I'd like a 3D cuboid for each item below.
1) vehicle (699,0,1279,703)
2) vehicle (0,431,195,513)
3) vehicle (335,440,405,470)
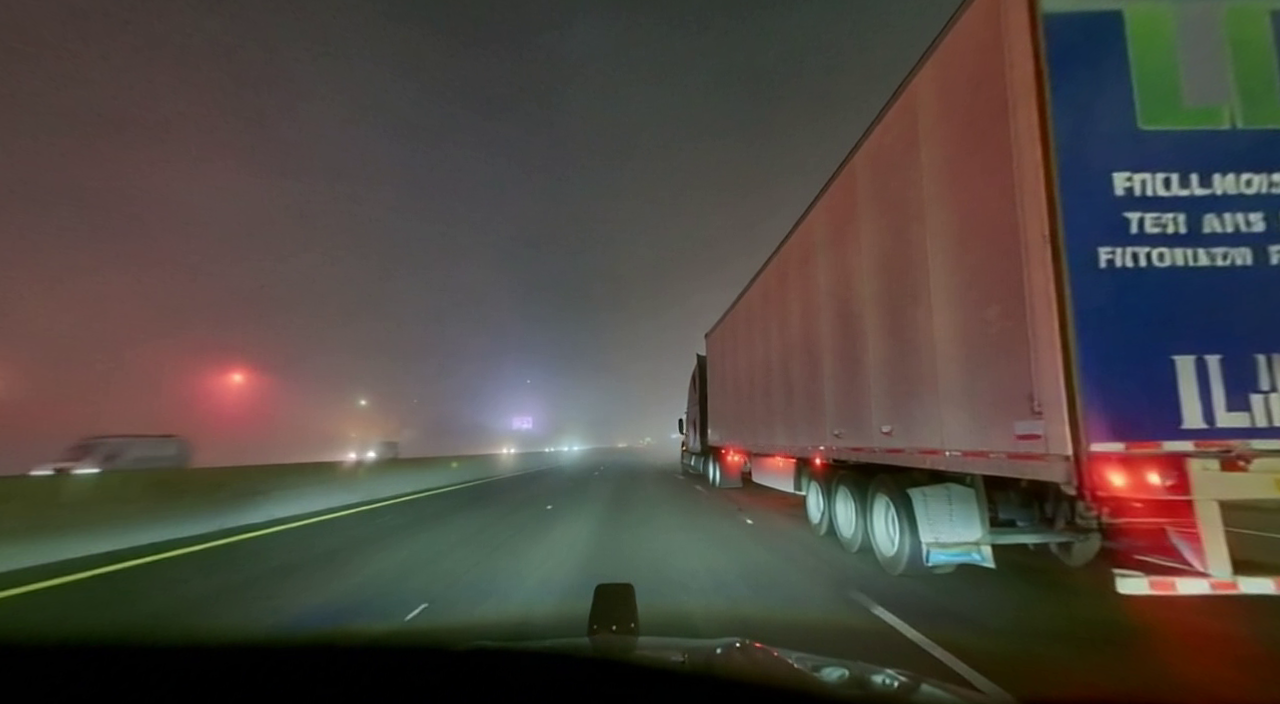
[{"bbox_3d":[3.548,0.824,11.844,2.891,4.387,17.121,0,-9,-1],"label":"vehicle"},{"bbox_3d":[-14.557,2.972,16.235,2.203,1.736,5.504,0,-9,0],"label":"vehicle"},{"bbox_3d":[-19.014,7.285,44.877,2.405,1.928,5.701,0,-9,0],"label":"vehicle"}]
